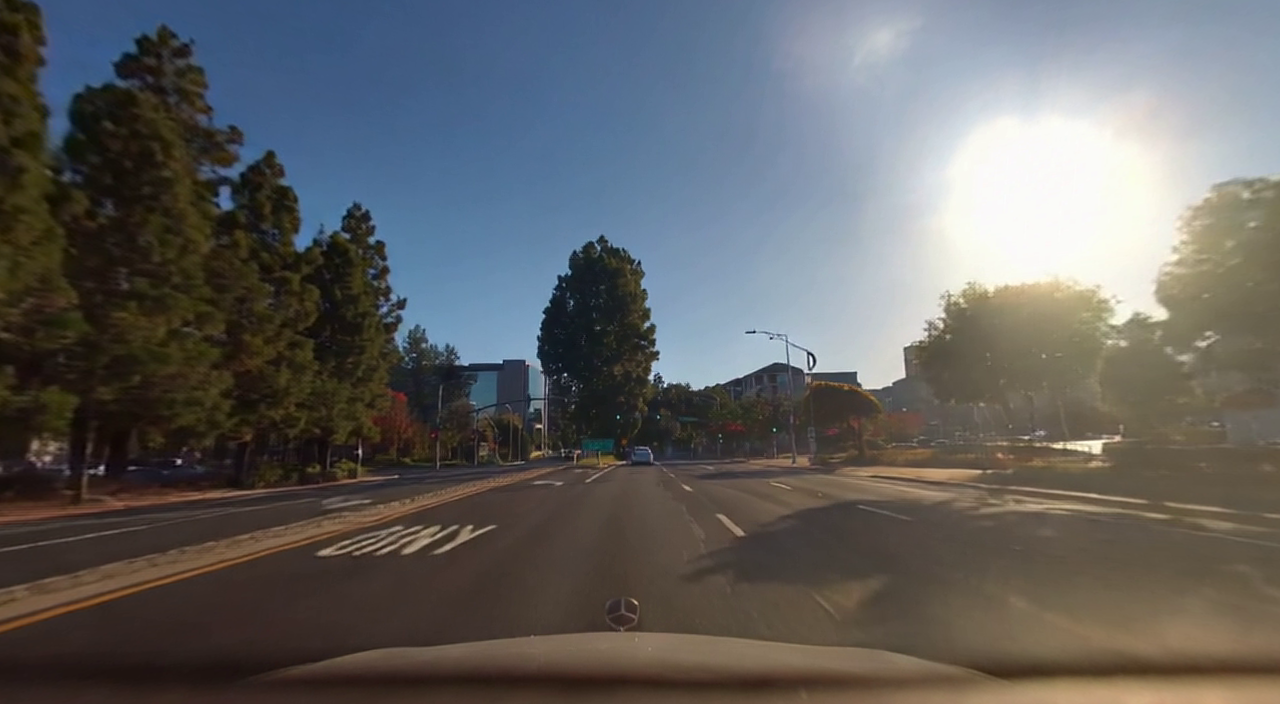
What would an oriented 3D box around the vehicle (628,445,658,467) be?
[{"bbox_3d":[0.244,7.392,45.100,2.064,1.477,3.968,0,-8,0],"label":"vehicle"}]
